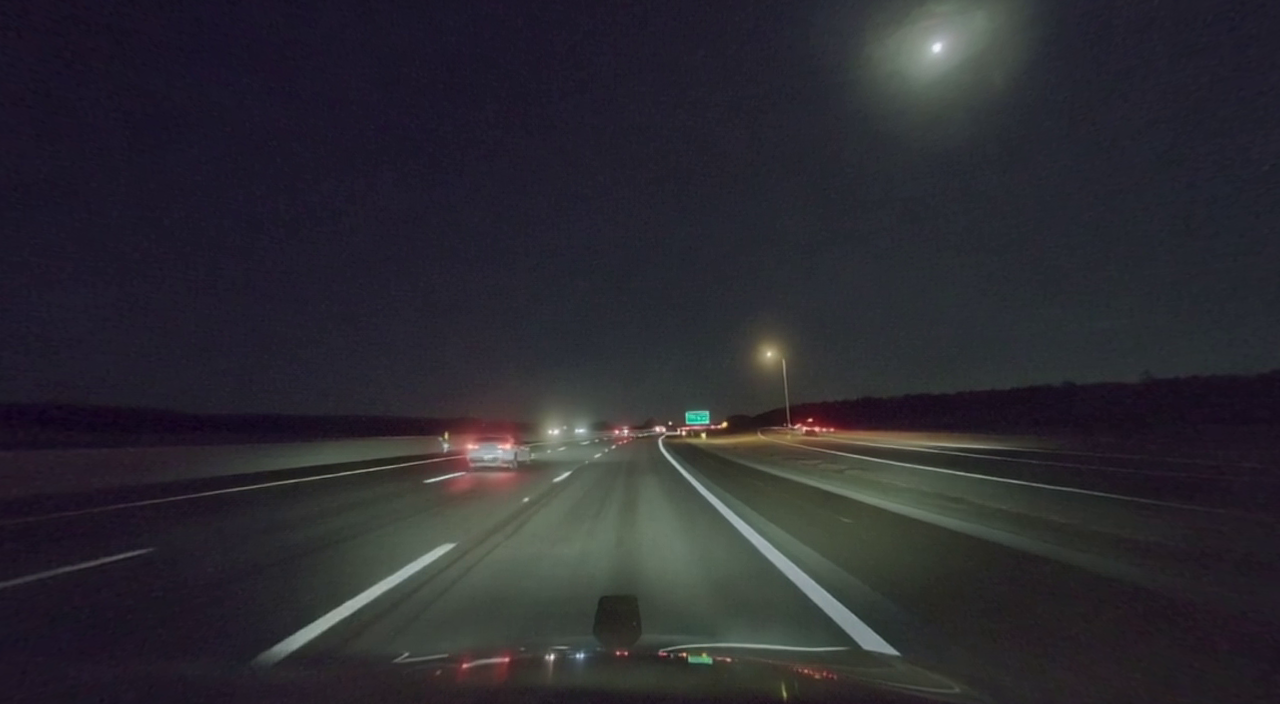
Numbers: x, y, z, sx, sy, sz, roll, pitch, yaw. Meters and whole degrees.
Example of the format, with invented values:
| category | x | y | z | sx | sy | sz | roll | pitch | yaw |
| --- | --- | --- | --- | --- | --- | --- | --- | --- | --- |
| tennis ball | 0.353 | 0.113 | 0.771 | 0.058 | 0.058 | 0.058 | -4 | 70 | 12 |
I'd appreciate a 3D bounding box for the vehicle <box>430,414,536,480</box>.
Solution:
| category | x | y | z | sx | sy | sz | roll | pitch | yaw |
| --- | --- | --- | --- | --- | --- | --- | --- | --- | --- |
| vehicle | -4.458 | 2.772 | 18.640 | 1.980 | 1.721 | 4.419 | 0 | -8 | 0 |
